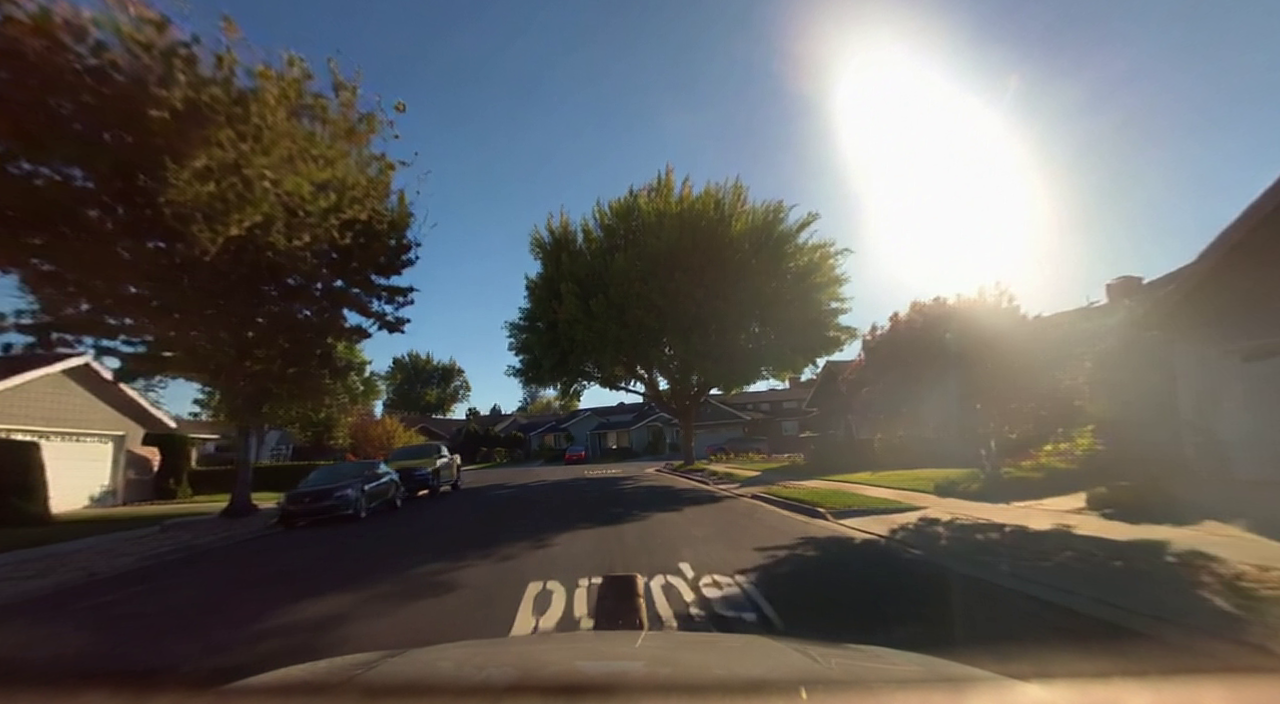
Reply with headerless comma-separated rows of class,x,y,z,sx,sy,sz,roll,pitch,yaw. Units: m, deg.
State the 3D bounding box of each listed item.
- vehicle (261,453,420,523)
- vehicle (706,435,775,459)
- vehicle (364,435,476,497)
vehicle,-6.954,3.165,15.185,2.017,1.397,4.004,0,-9,-3
vehicle,7.245,6.858,45.591,4.533,1.557,1.981,2,-6,-14
vehicle,-7.653,4.020,22.683,2.338,1.925,5.725,0,-9,-4
